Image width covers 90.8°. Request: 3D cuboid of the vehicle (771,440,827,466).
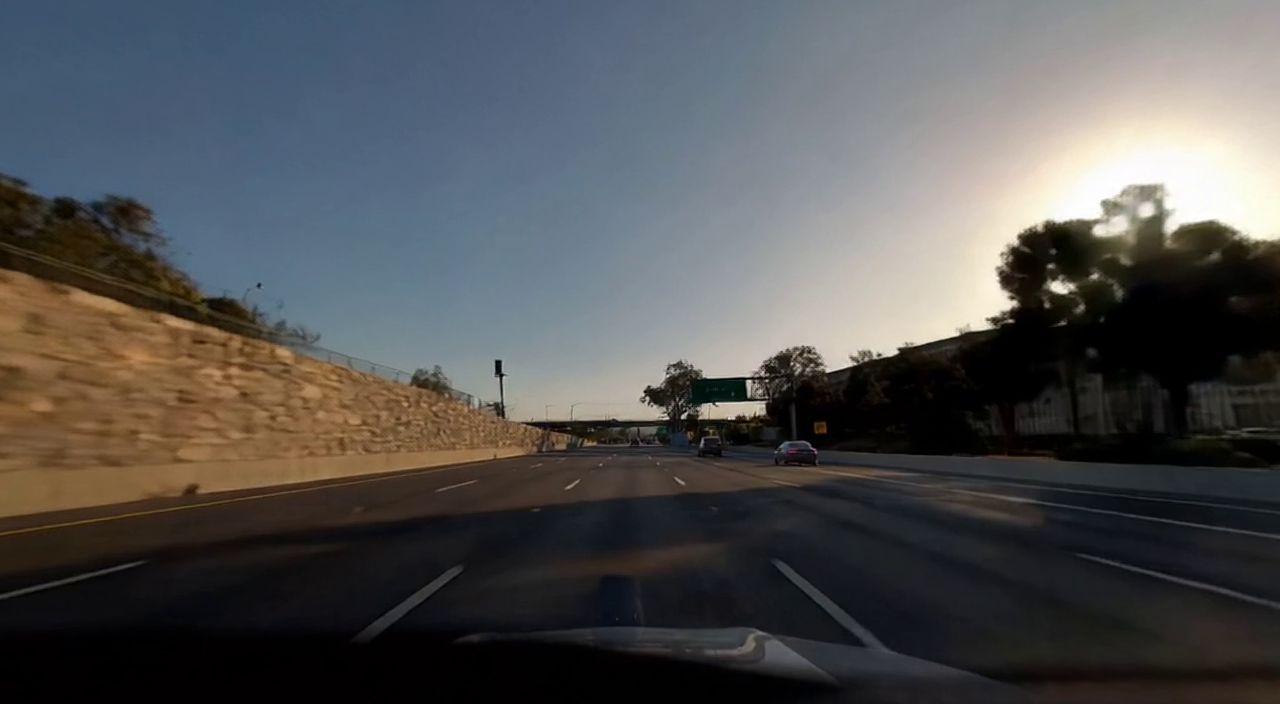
[{"bbox_3d":[10.327,6.596,41.482,2.165,1.636,5.175,0,-8,-2],"label":"vehicle"}]
